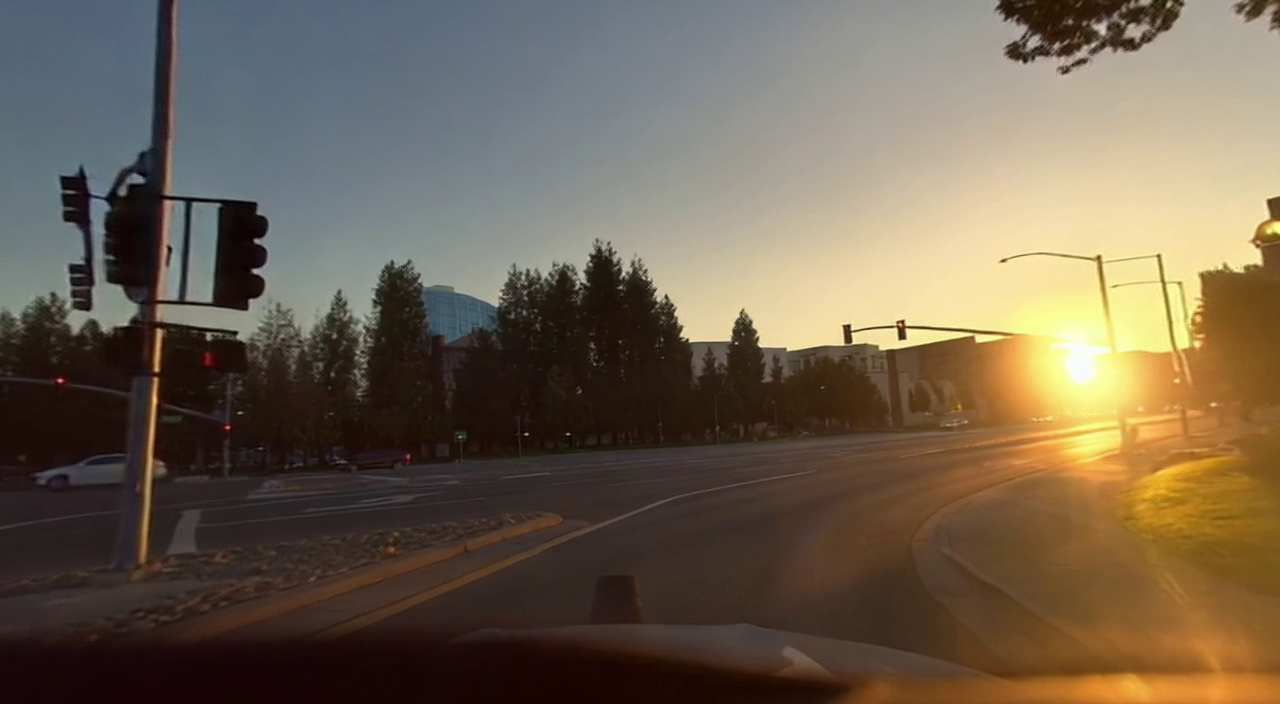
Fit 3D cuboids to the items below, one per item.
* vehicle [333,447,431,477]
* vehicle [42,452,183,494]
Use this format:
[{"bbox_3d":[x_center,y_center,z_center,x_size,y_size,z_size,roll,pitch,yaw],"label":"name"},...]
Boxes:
[{"bbox_3d":[-13.901,5.905,34.085,1.811,1.444,4.527,-9,-12,44],"label":"vehicle"},{"bbox_3d":[-24.800,5.630,29.732,4.782,1.776,2.118,8,-12,-44],"label":"vehicle"}]
